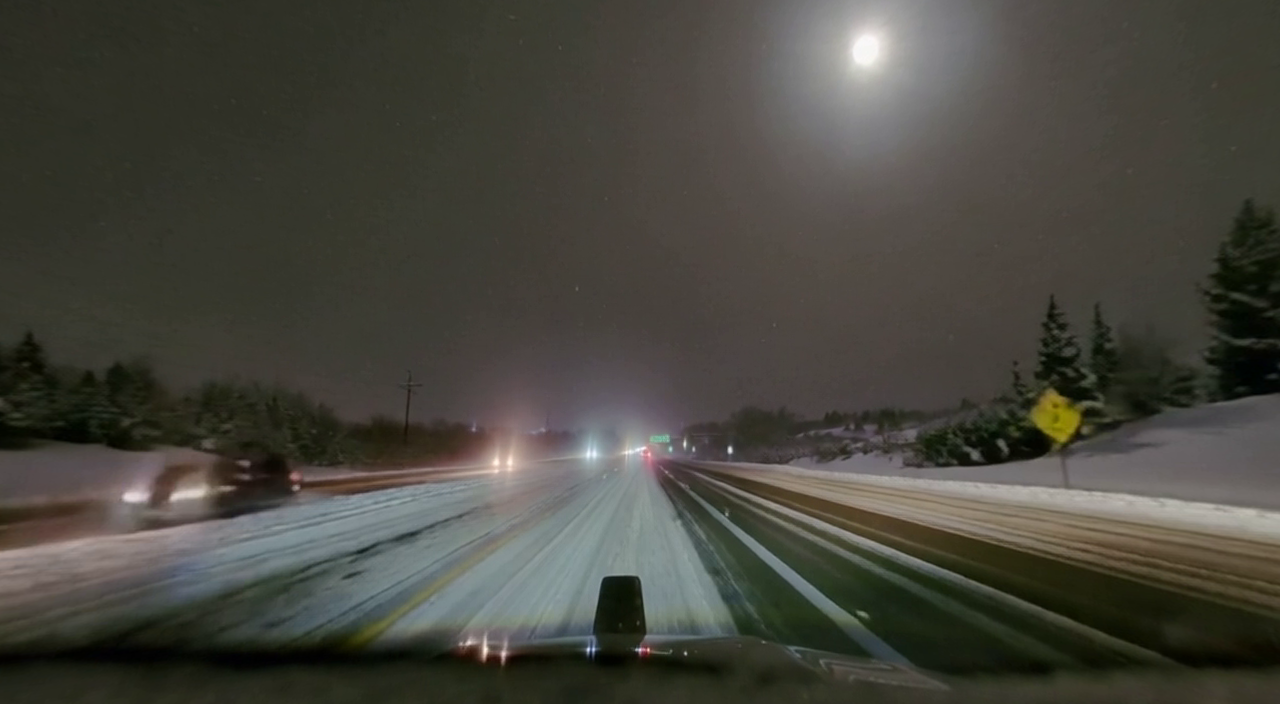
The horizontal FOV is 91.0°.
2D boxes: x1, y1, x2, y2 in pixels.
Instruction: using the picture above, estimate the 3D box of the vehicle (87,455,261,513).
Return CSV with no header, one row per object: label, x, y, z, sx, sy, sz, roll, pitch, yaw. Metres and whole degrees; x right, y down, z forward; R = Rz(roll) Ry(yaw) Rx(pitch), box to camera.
vehicle,-13.870,3.902,19.149,1.886,1.501,4.329,0,-9,1
